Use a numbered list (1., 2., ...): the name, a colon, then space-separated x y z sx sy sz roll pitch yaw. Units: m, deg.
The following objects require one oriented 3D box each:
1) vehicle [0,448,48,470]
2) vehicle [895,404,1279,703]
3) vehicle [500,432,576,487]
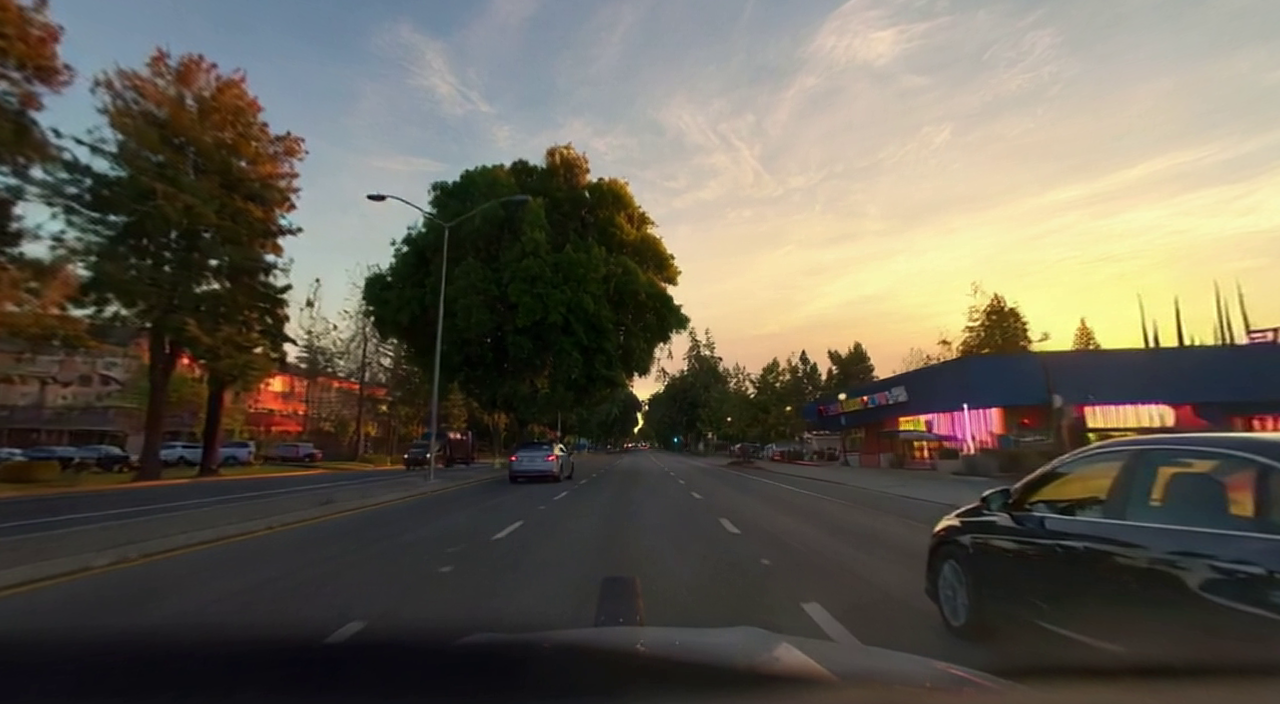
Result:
1. vehicle: -46.379 7.802 45.965 1.808 1.561 4.918 0 -10 -1
2. vehicle: 3.326 1.100 3.278 1.975 1.502 4.787 0 -9 0
3. vehicle: -3.641 3.940 23.446 1.997 1.806 4.500 0 -9 1
